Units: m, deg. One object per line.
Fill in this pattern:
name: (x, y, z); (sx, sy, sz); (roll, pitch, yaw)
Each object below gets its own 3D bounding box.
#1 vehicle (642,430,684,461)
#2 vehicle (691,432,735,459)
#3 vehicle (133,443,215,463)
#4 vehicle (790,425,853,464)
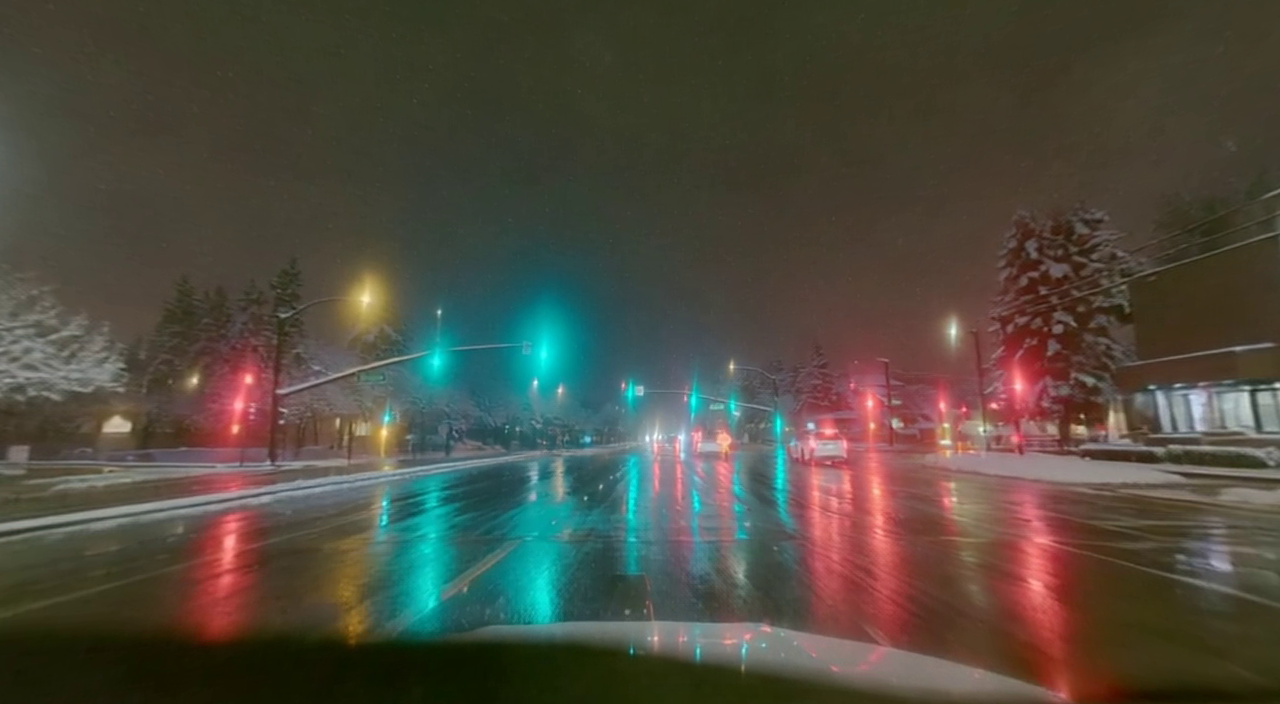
vehicle: (1.199, 4.994, 33.625); (2.099, 1.516, 4.681); (0, -8, 2)
vehicle: (4.061, 5.317, 35.765); (1.994, 1.436, 4.169); (0, -8, 0)
vehicle: (-35.015, 7.584, 47.460); (4.448, 1.422, 1.890); (2, -9, -11)
vehicle: (9.454, 4.854, 33.316); (2.132, 1.892, 4.851); (-1, -8, 3)
